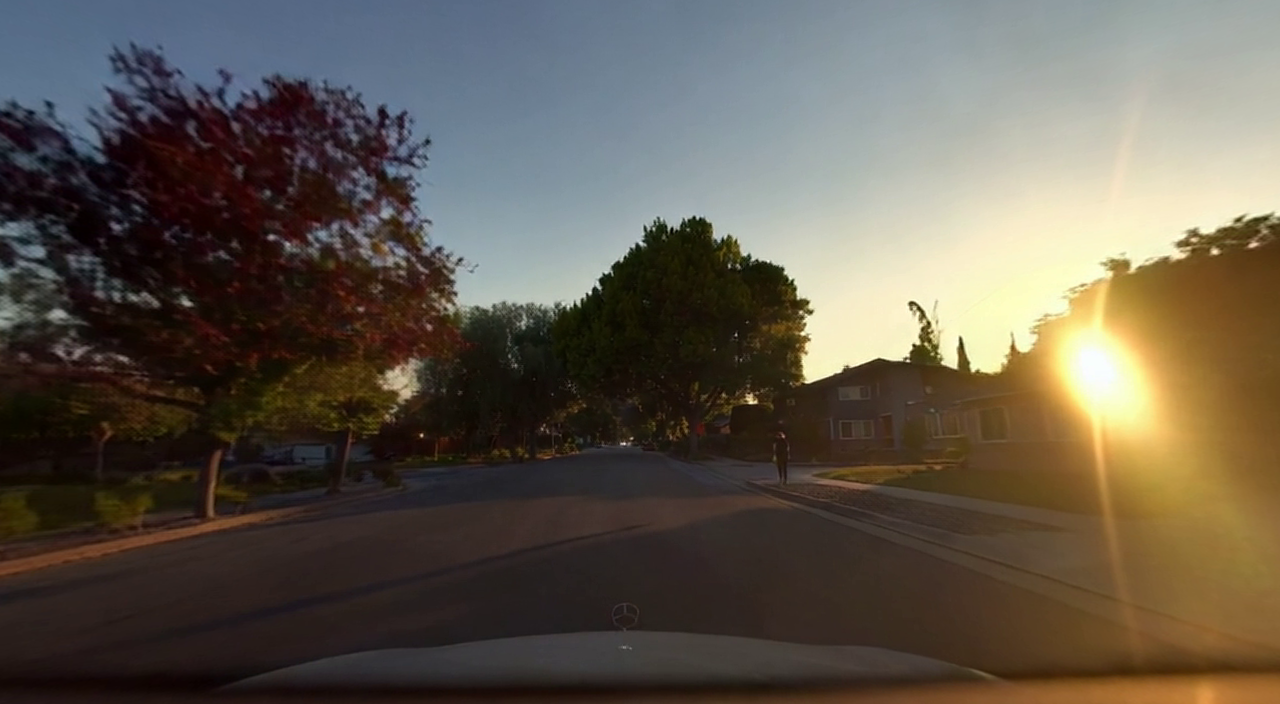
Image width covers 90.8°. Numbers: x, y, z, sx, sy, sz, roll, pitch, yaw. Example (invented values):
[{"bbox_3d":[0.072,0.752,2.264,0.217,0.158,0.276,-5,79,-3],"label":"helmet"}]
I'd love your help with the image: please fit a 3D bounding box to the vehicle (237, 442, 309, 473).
[{"bbox_3d":[-25.429,7.346,43.967,2.004,1.856,4.934,-4,-9,1],"label":"vehicle"}]
